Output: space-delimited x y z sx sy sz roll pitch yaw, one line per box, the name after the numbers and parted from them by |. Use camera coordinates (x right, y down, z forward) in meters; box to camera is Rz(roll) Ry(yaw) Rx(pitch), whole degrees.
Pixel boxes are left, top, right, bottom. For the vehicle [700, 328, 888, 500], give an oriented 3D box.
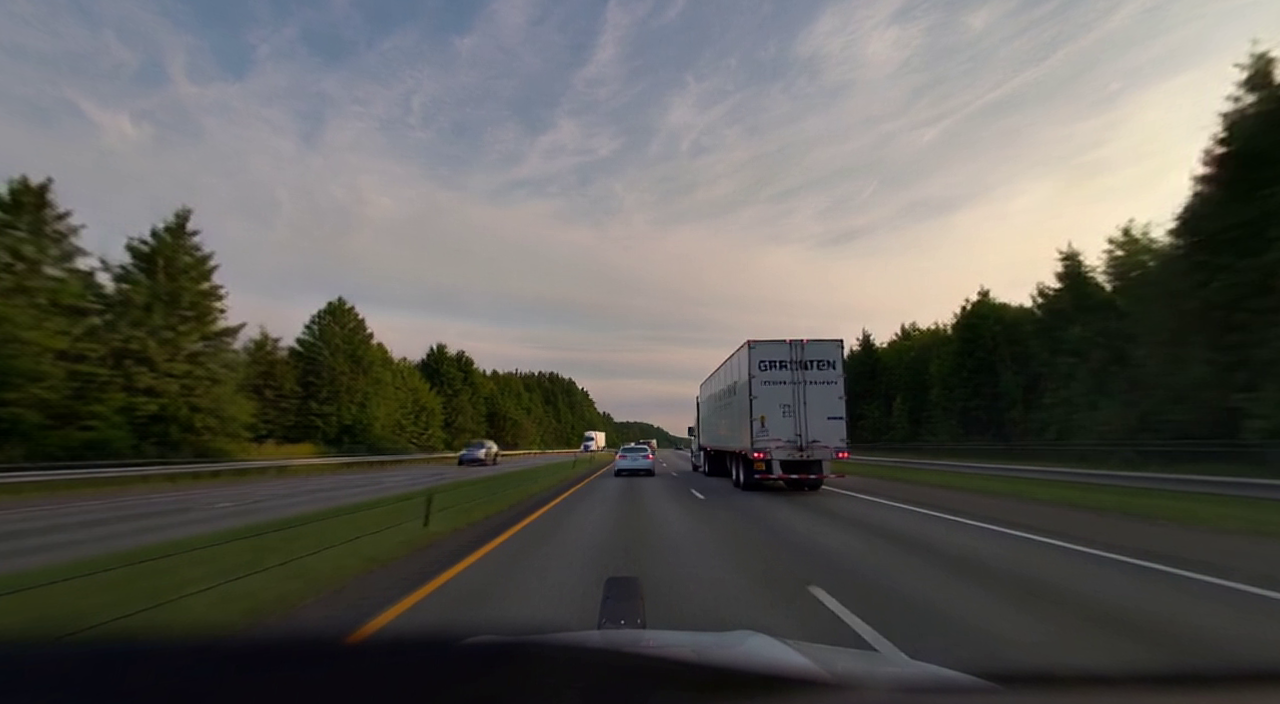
4.280 2.542 22.104 2.909 4.074 14.457 0 -9 0 | vehicle

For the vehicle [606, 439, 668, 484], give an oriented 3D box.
-0.095 3.976 23.097 2.074 1.475 3.960 0 -9 0 | vehicle
